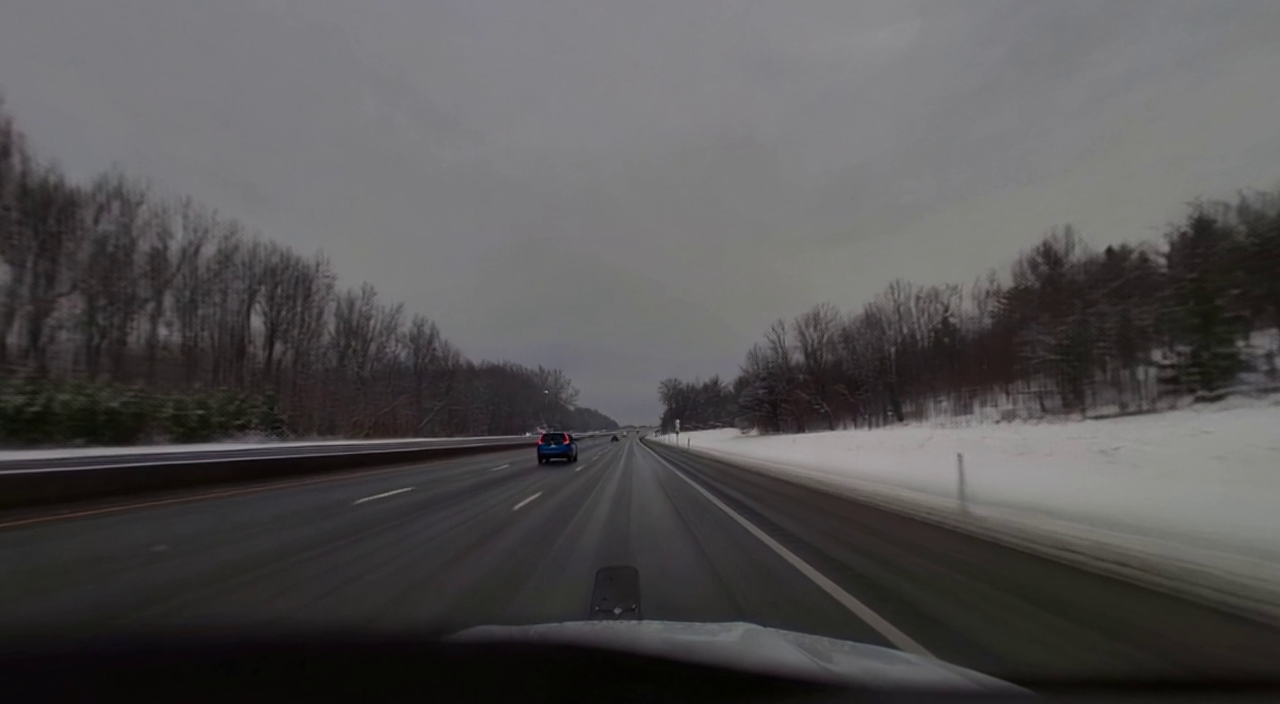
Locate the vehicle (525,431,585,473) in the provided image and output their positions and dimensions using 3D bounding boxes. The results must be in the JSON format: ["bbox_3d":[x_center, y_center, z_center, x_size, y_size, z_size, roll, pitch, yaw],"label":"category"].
[{"bbox_3d":[-3.594,4.304,27.385,2.057,1.666,4.552,0,-8,-1],"label":"vehicle"}]
